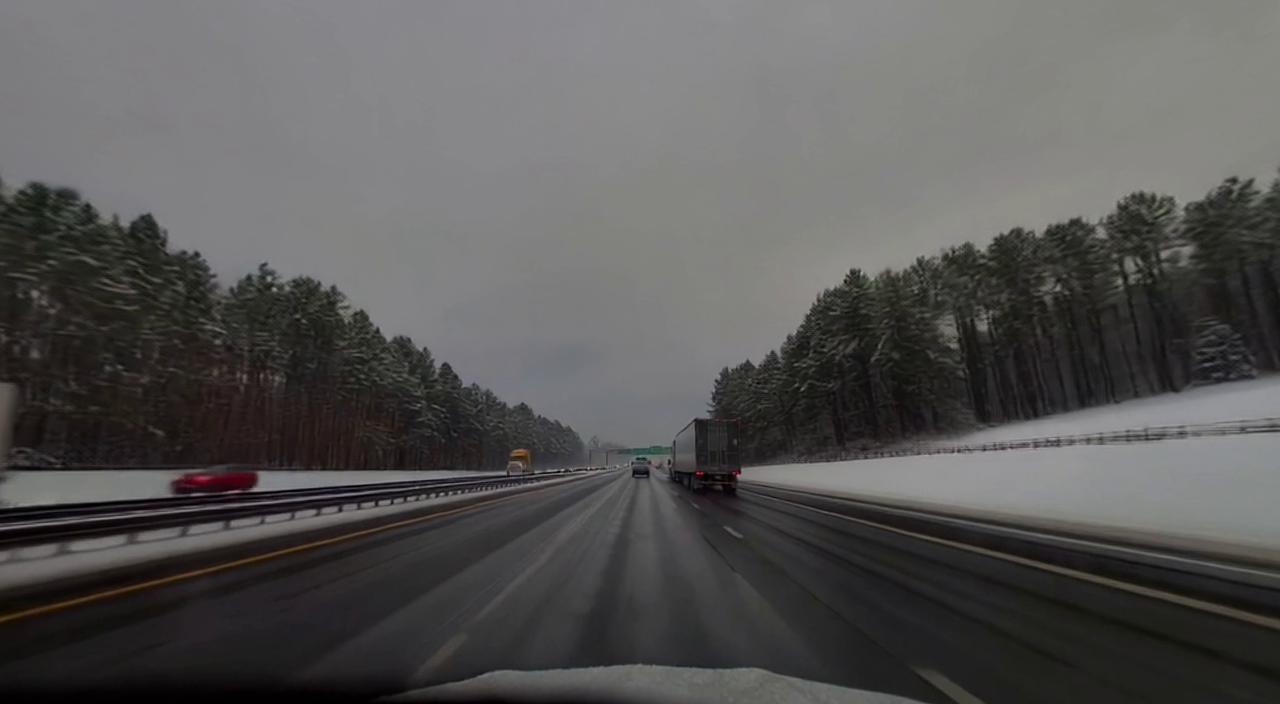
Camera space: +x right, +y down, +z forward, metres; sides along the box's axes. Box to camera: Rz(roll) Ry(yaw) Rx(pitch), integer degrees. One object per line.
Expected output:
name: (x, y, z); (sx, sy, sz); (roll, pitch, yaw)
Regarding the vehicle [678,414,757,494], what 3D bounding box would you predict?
vehicle: (4.388, 6.441, 38.947); (3.139, 3.999, 13.840); (1, -10, 0)
